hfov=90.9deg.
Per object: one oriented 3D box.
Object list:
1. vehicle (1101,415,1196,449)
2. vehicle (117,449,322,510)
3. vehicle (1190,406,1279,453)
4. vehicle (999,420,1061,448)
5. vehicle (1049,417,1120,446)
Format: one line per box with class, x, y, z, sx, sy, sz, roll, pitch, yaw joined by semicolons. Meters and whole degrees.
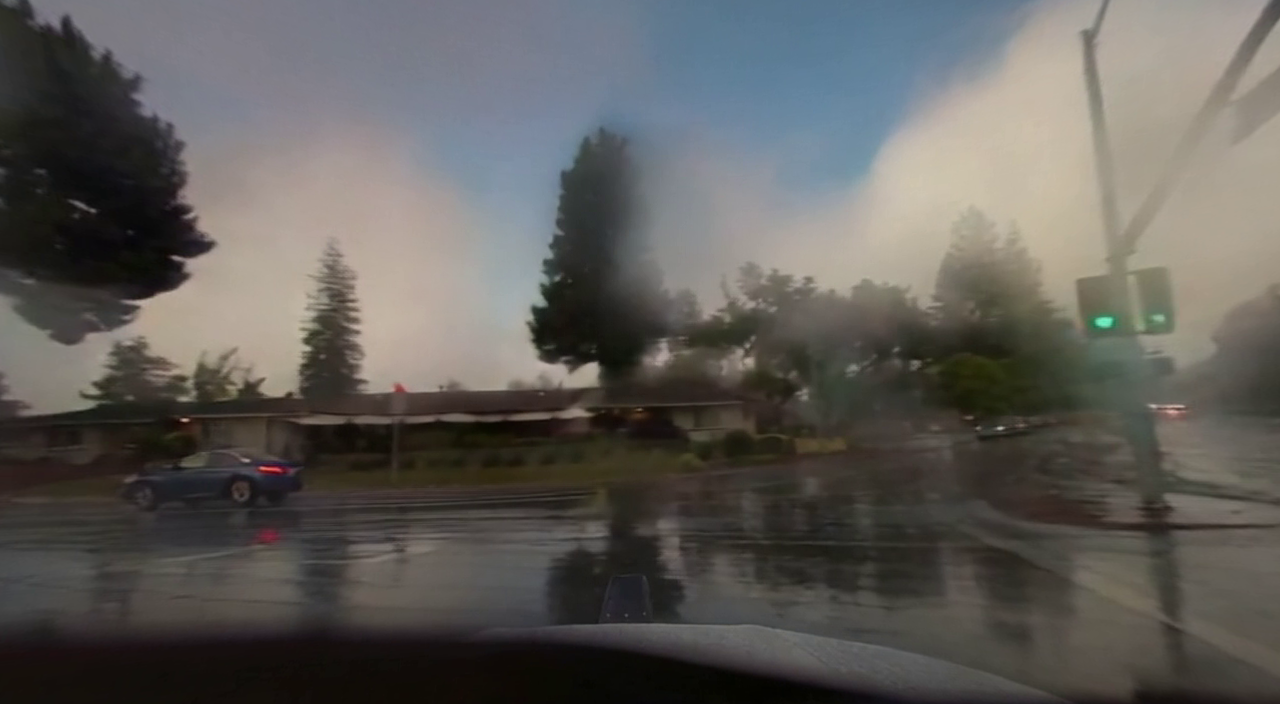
vehicle;27.767;4.441;34.643;2.159;1.734;4.462;-2;-9;12
vehicle;-13.356;4.047;20.330;4.995;1.798;2.102;0;-9;-3
vehicle;26.364;3.415;27.245;1.963;1.850;4.651;-3;-9;16
vehicle;25.379;5.406;41.175;1.943;1.702;4.406;-2;-9;11
vehicle;29.496;5.348;41.996;2.176;1.750;4.465;-2;-9;12
